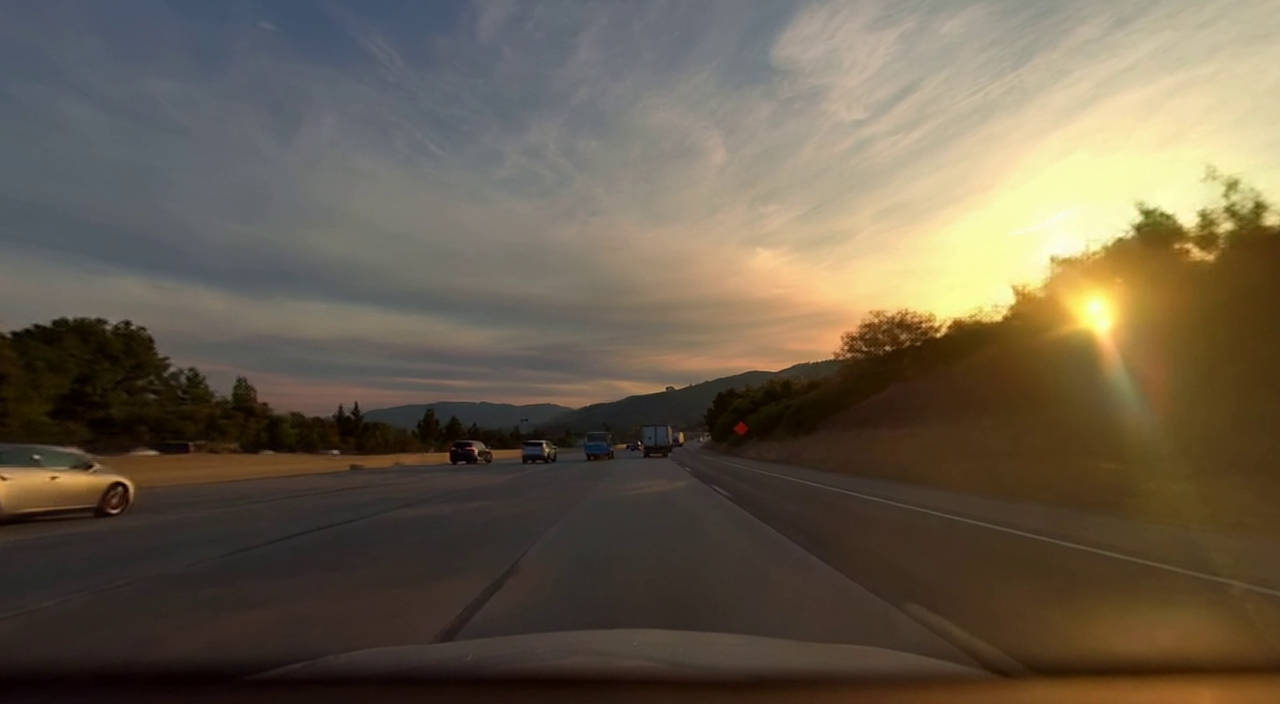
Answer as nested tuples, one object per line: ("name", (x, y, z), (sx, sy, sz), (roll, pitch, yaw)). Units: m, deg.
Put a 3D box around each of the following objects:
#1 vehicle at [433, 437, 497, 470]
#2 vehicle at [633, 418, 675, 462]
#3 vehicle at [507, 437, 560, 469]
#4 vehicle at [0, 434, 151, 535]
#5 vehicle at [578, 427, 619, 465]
("vehicle", (-10.221, 5.953, 37.334), (2.080, 1.777, 5.450), (0, -8, 2))
("vehicle", (0.987, 6.364, 45.576), (2.768, 2.854, 6.757), (0, -8, 1))
("vehicle", (-6.440, 6.170, 38.778), (2.206, 1.838, 4.889), (0, -8, 3))
("vehicle", (-10.286, 1.986, 9.583), (1.952, 1.457, 4.689), (0, -8, 0))
("vehicle", (-2.863, 6.723, 44.996), (2.328, 2.519, 5.238), (0, -8, 3))
